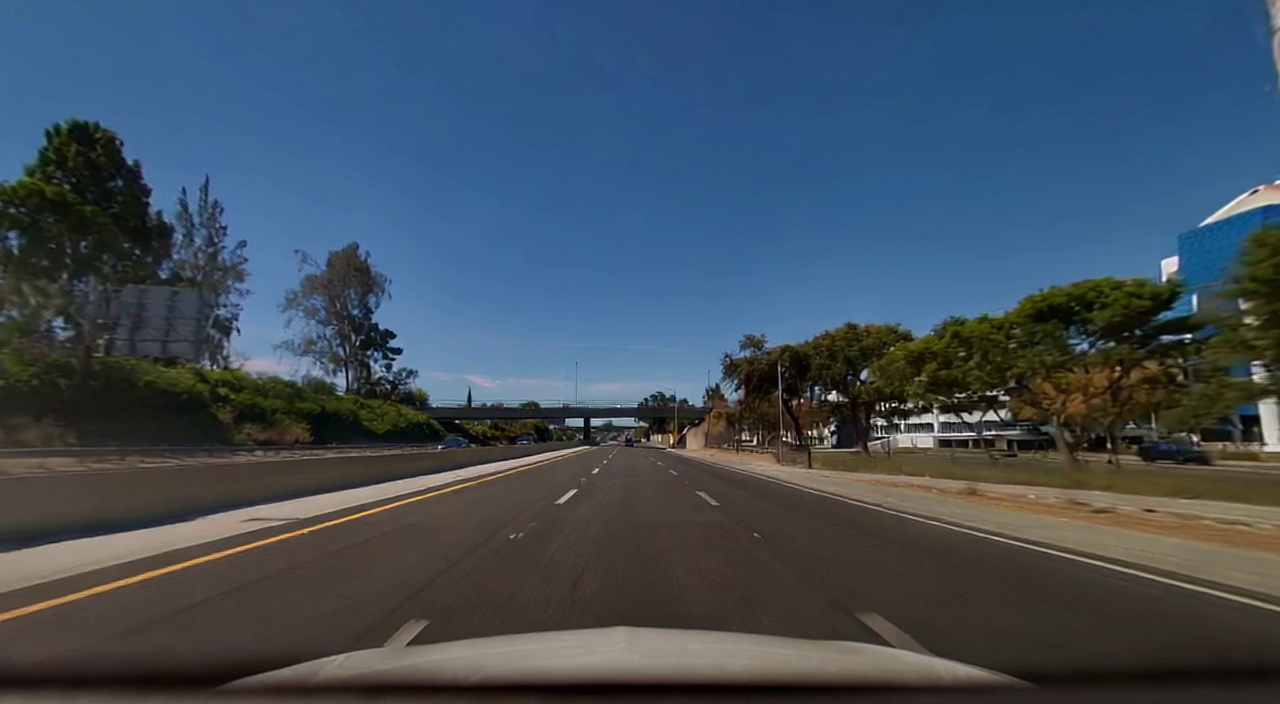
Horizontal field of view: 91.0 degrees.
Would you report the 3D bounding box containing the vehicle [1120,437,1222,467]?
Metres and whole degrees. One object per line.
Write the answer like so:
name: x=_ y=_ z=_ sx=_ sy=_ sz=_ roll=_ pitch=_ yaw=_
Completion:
vehicle: x=32.093 y=6.032 z=38.198 sx=1.897 sy=1.668 sz=4.280 roll=1 pitch=-8 yaw=-14
